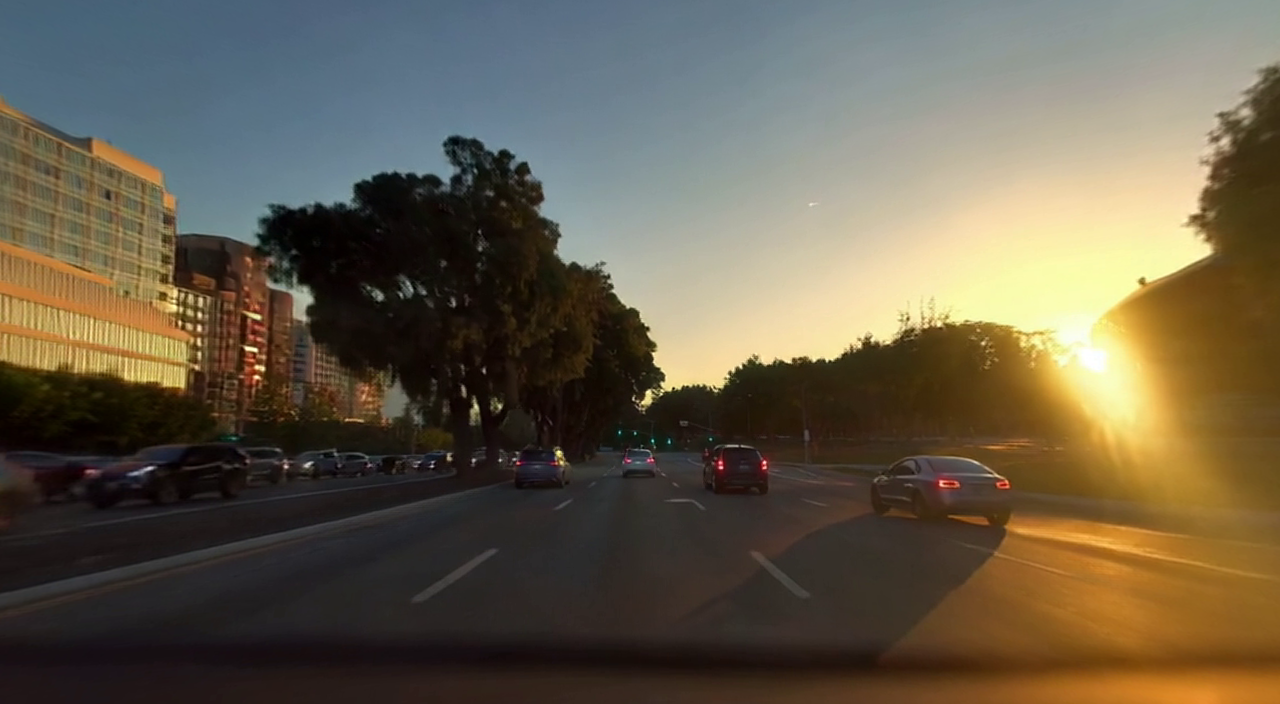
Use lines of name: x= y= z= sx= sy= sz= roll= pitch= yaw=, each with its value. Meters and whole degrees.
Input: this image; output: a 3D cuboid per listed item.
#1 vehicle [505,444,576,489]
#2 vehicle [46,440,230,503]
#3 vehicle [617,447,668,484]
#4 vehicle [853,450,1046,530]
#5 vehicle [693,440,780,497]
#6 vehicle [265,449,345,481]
vehicle: x=-3.943 y=4.593 z=25.749 sx=2.172 sy=1.671 sz=4.175 roll=0 pitch=-8 yaw=0
vehicle: x=-15.503 y=3.687 z=19.966 sx=1.915 sy=1.718 sz=4.766 roll=0 pitch=-8 yaw=-1
vehicle: x=0.060 y=5.140 z=28.949 sx=2.155 sy=1.486 sz=4.403 roll=0 pitch=-8 yaw=-1
vehicle: x=6.456 y=2.883 z=13.850 sx=1.945 sy=1.408 sz=4.288 roll=0 pitch=-8 yaw=-2
vehicle: x=3.138 y=3.877 z=21.463 sx=2.161 sy=1.716 sz=4.194 roll=0 pitch=-8 yaw=-2
vehicle: x=-19.064 y=6.434 z=36.261 sx=2.186 sy=1.676 sz=4.444 roll=-1 pitch=-8 yaw=-1
